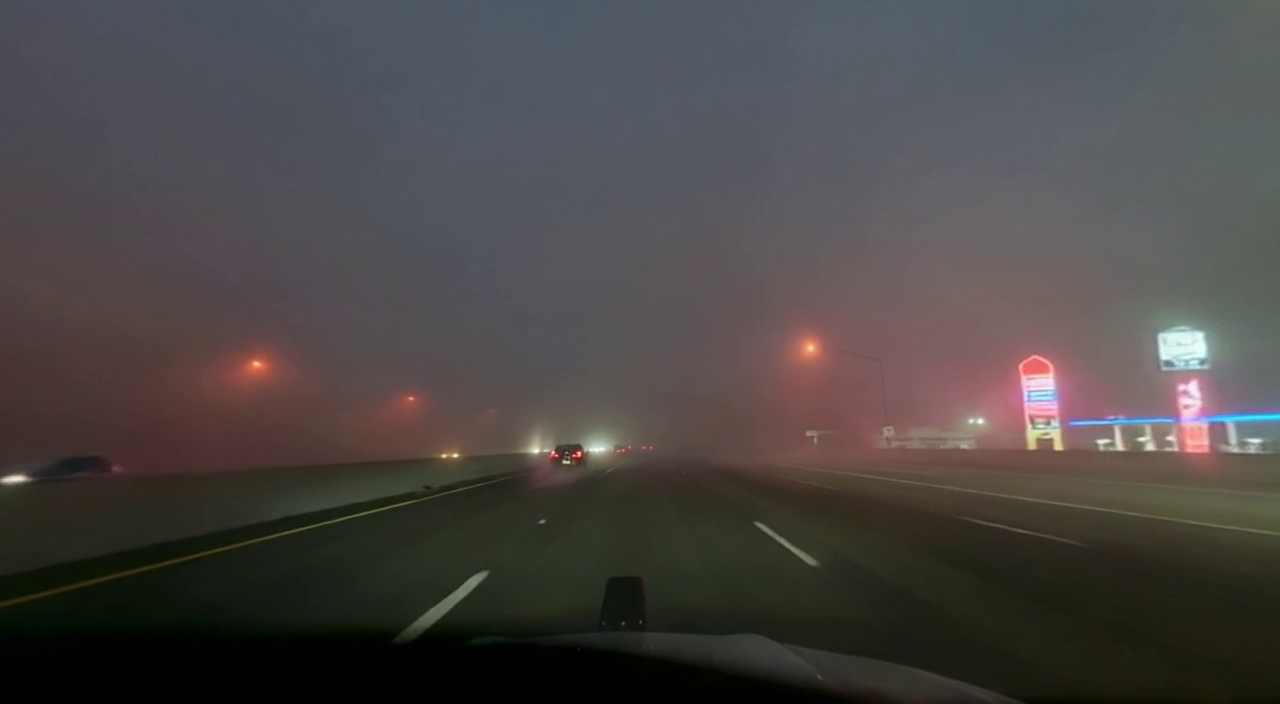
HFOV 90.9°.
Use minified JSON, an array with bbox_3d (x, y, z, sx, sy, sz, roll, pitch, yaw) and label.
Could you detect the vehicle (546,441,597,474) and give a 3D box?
[{"bbox_3d":[-3.420,5.355,32.260,2.114,1.510,4.186,-1,-8,1],"label":"vehicle"}]
